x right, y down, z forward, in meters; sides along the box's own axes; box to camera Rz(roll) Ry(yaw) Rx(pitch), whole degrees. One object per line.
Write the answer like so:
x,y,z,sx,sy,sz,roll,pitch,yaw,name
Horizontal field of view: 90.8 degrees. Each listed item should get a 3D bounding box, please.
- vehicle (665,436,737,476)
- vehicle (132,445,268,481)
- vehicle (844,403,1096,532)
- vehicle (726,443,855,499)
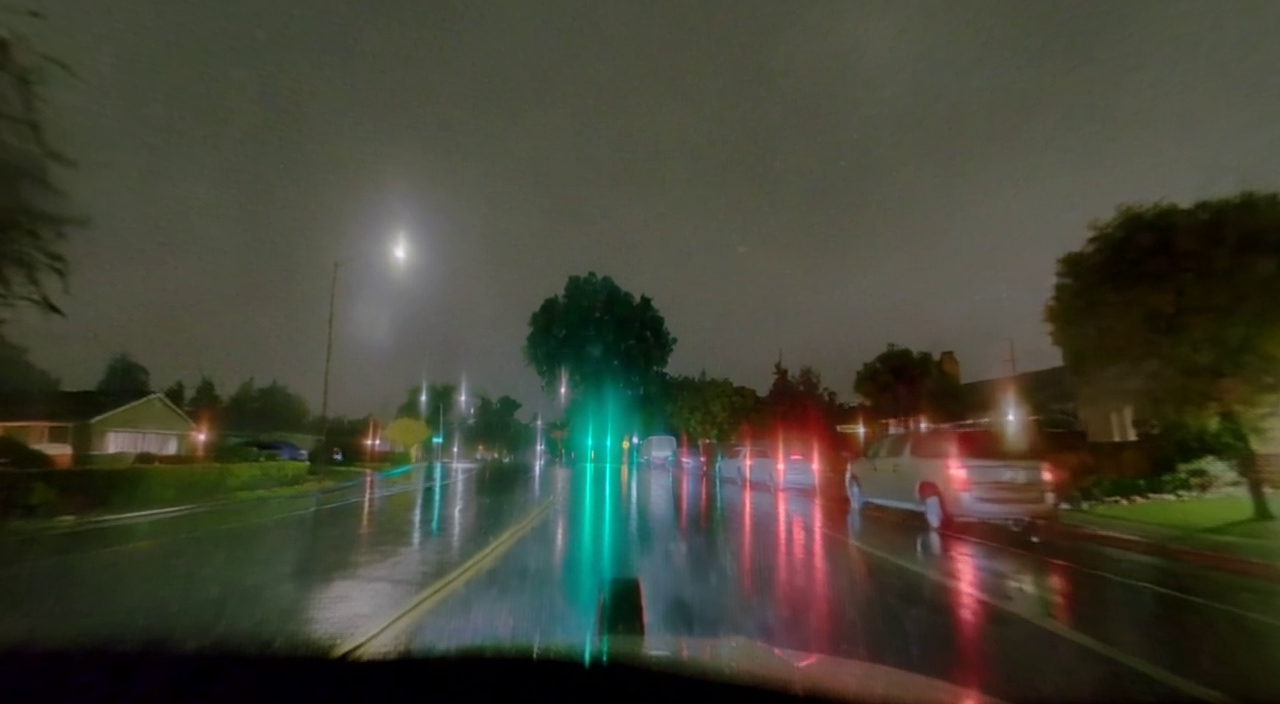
3.367,6.000,36.704,2.670,2.085,6.775,1,-8,-7,vehicle
-19.514,4.917,28.253,4.502,1.511,1.939,2,-9,-13,vehicle
6.261,2.265,12.948,2.305,2.111,4.965,0,-8,-2,vehicle
5.204,4.181,22.804,2.713,1.671,4.939,1,-8,-10,vehicle
